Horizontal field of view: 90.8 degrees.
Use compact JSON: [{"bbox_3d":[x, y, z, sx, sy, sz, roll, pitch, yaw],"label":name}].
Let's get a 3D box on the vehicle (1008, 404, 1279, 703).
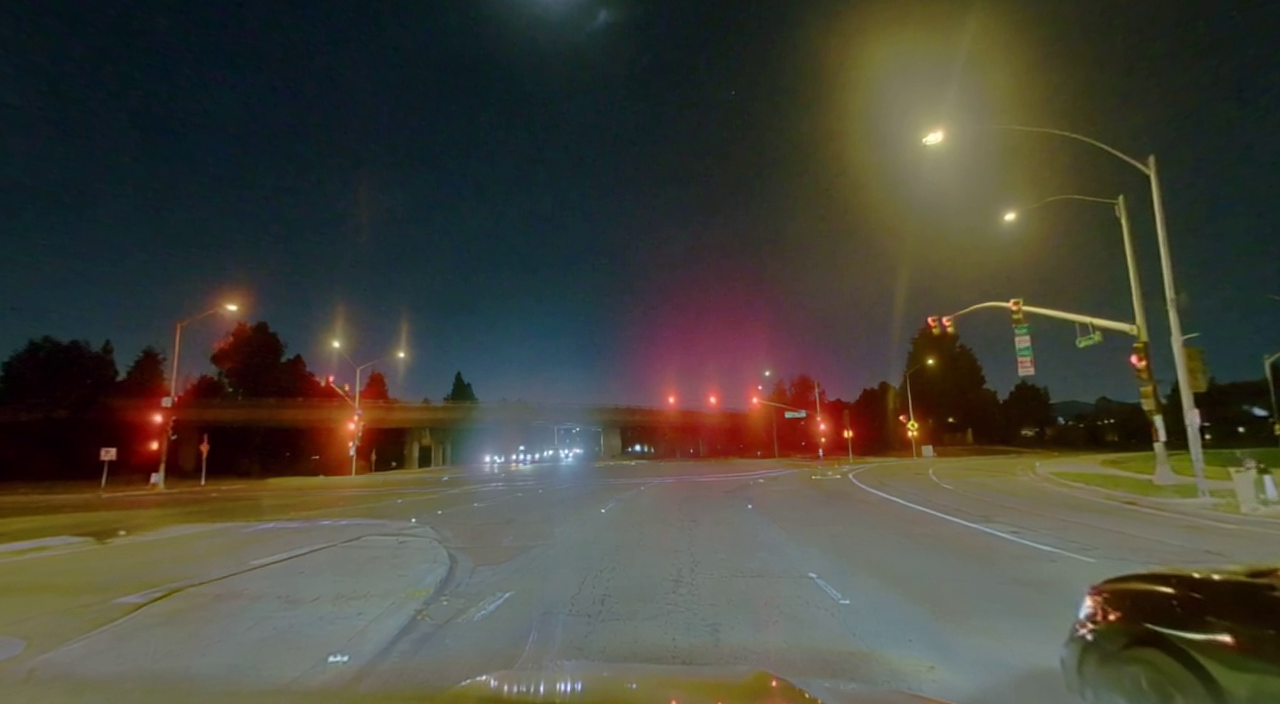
[{"bbox_3d":[2.802,0.715,0.804,1.909,1.425,4.521,0,-9,0],"label":"vehicle"}]
